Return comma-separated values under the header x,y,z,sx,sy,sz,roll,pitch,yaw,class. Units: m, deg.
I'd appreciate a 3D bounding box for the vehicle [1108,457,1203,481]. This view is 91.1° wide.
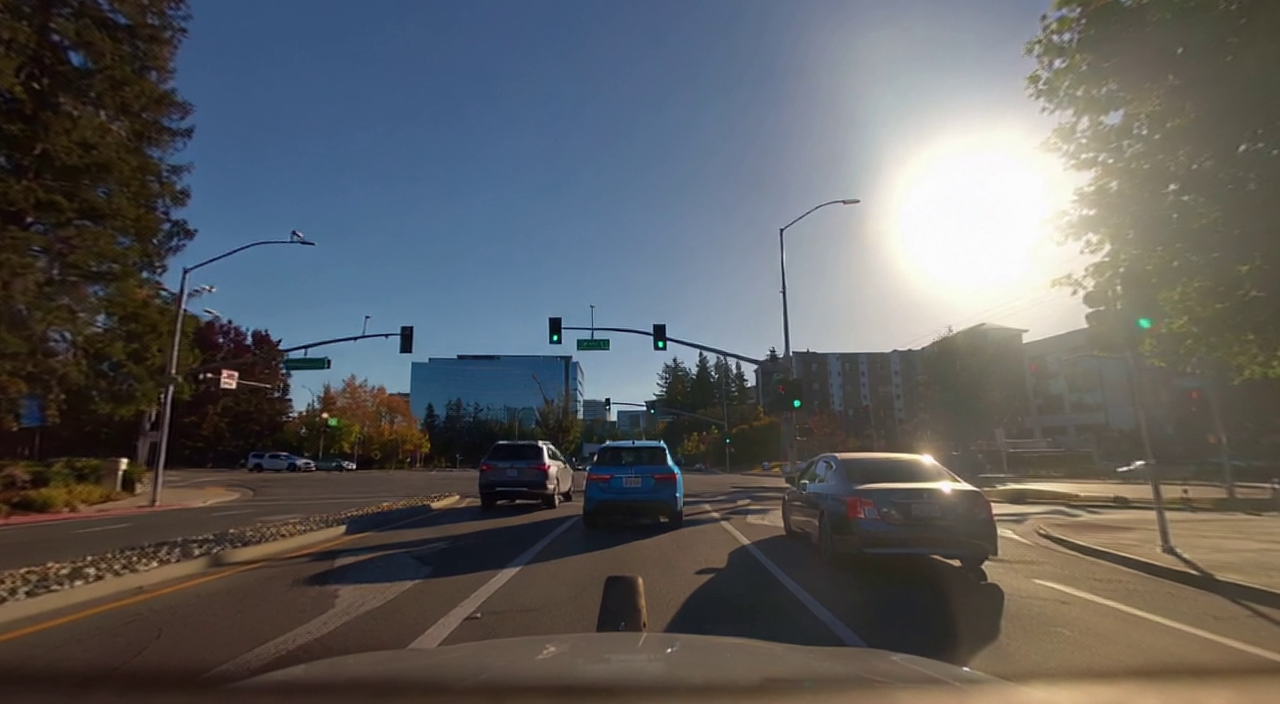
x,y,z,sx,sy,sz,roll,pitch,yaw,class
36.650,8.308,44.720,4.705,1.631,2.053,-1,-9,10,vehicle

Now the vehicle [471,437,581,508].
x,y,z,sx,sy,sz,roll,pitch,yaw,class
-2.875,3.125,16.761,1.987,1.633,4.005,0,-9,3,vehicle

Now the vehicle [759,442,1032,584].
x,y,z,sx,sy,sz,roll,pitch,yaw,class
3.134,2.049,8.959,2.056,1.468,4.520,0,-9,1,vehicle

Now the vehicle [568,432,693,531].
x,y,z,sx,sy,sz,roll,pitch,yaw,class
-0.136,2.520,12.828,2.108,1.654,4.235,0,-9,1,vehicle
